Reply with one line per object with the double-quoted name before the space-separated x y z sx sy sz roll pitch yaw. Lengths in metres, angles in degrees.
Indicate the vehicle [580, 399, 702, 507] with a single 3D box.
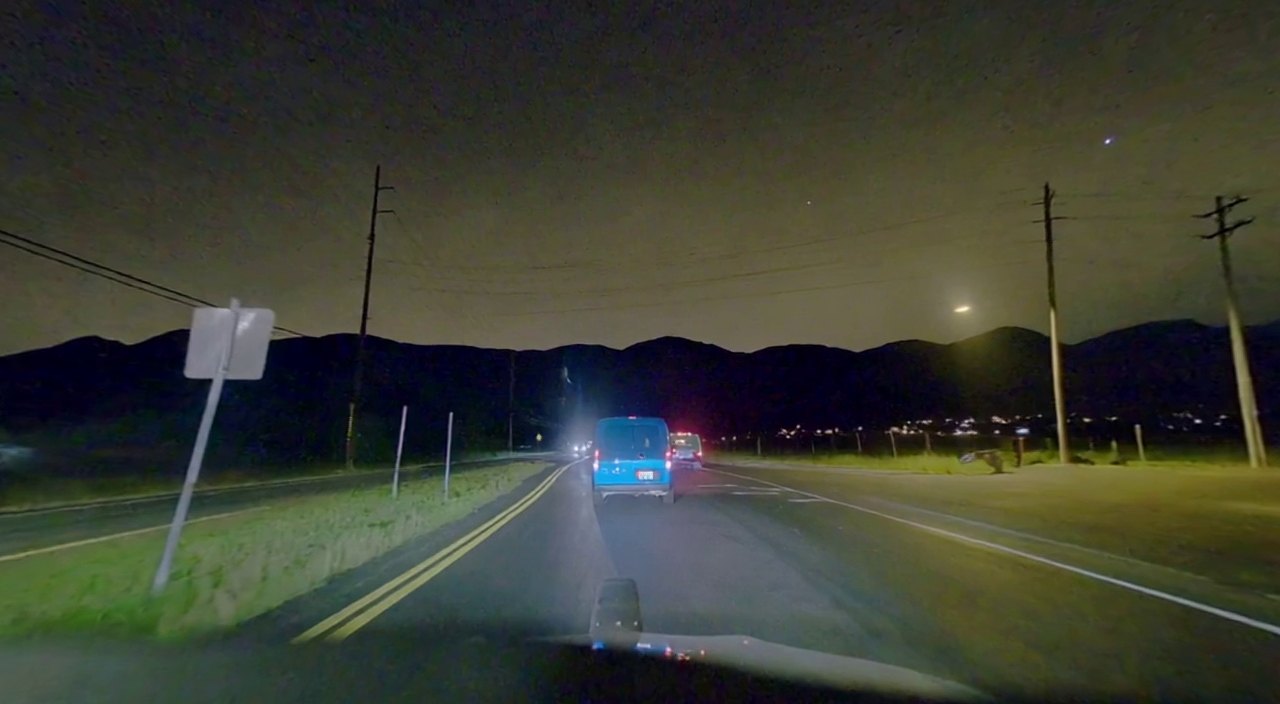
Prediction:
"vehicle" -0.060 2.368 15.006 2.454 2.144 4.535 0 -8 -2
